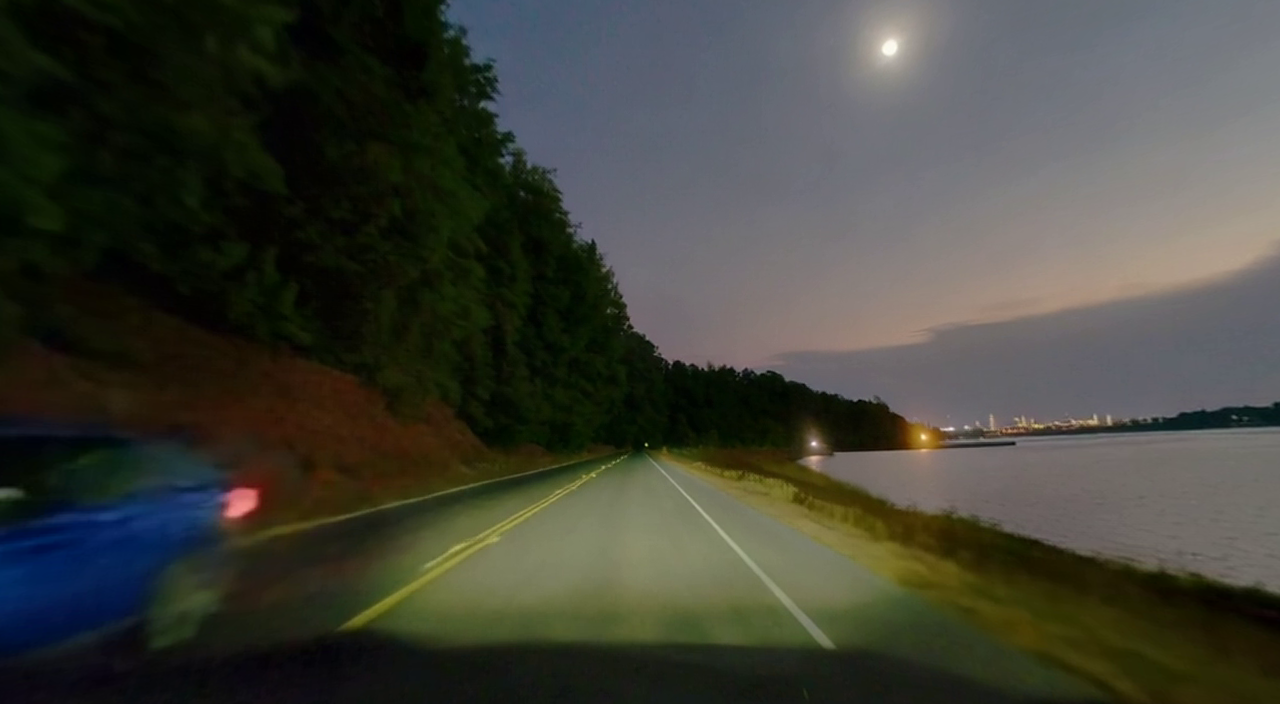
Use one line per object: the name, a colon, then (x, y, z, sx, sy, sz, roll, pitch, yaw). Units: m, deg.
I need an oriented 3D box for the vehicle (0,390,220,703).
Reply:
vehicle: (-4.157, 0.873, 2.223, 2.179, 1.579, 4.637, 0, -8, 0)
